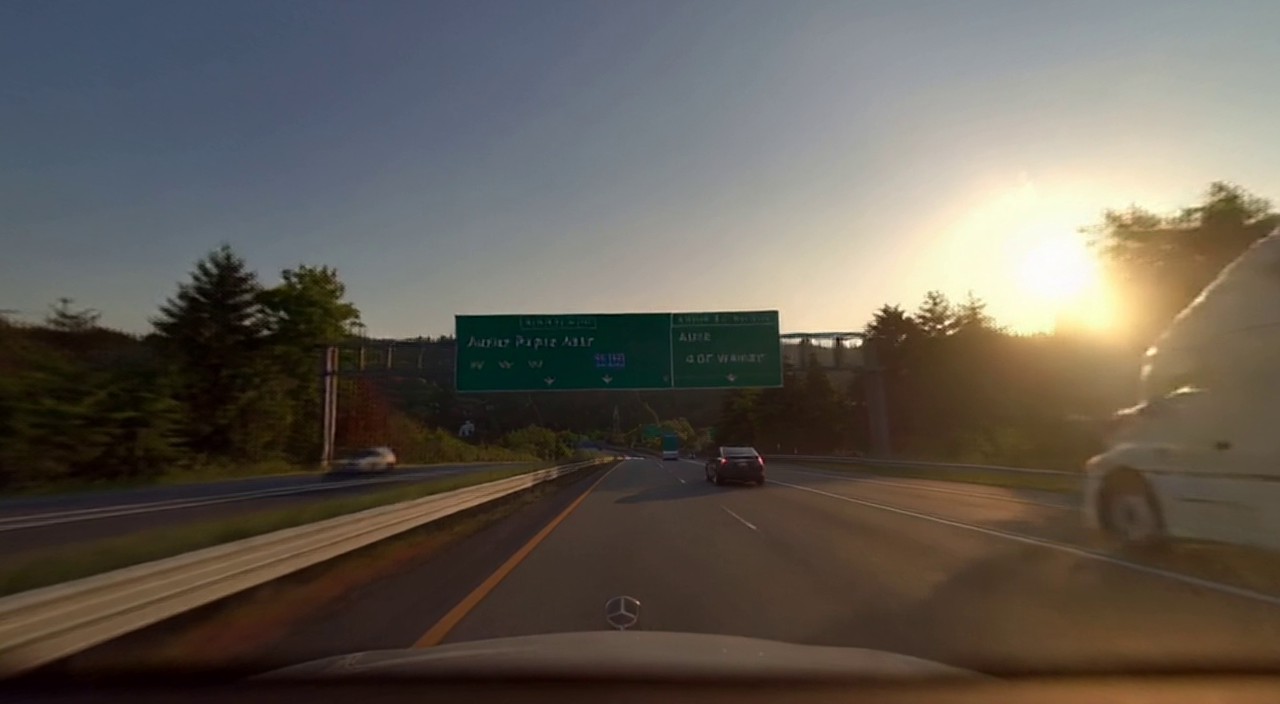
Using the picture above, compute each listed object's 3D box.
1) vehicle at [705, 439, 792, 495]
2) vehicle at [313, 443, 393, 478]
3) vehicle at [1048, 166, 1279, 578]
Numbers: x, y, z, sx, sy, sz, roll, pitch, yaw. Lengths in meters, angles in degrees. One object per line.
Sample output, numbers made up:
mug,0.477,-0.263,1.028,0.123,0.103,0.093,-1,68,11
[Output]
vehicle,3.322,3.605,20.004,2.024,1.579,3.707,0,-9,-1
vehicle,-15.057,5.712,33.299,2.062,1.666,4.521,-1,-9,1
vehicle,7.736,0.279,6.754,2.935,3.986,5.201,0,-9,0
